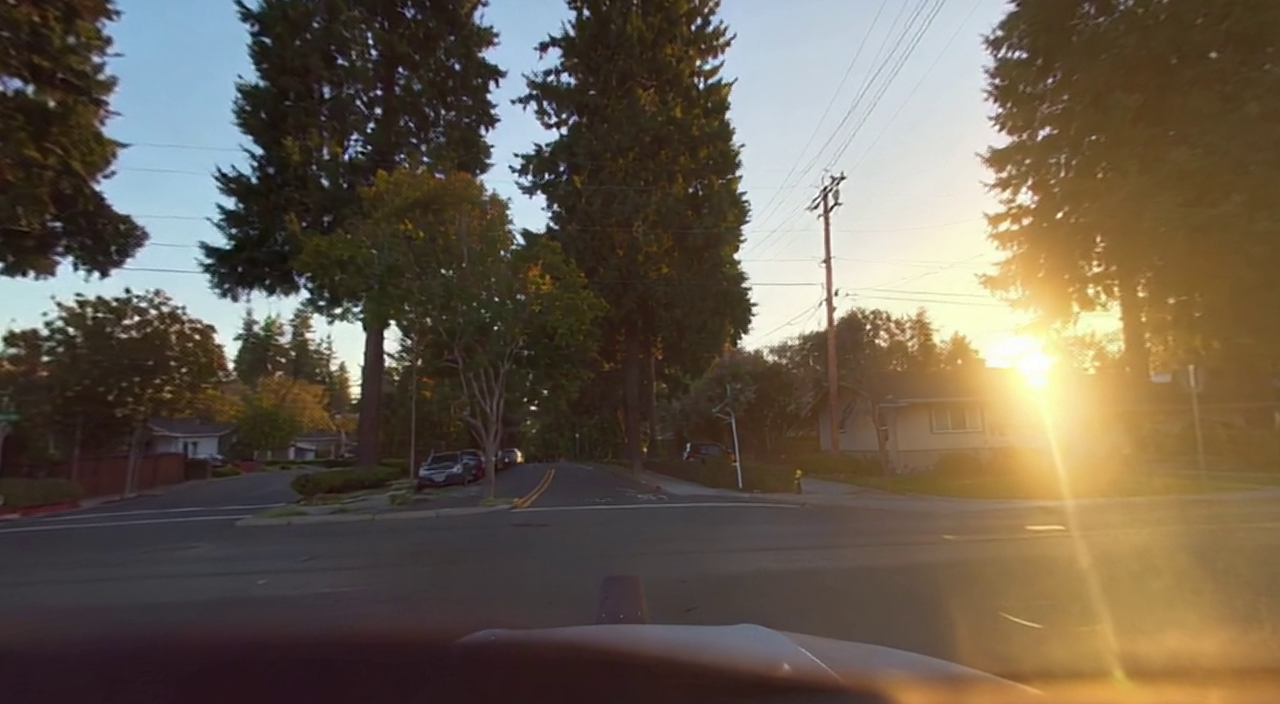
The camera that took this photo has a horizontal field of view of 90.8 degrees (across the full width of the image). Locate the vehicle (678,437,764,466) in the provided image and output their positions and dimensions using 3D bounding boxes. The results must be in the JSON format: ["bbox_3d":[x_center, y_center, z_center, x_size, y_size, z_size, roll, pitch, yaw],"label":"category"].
[{"bbox_3d":[4.832,6.004,38.100,4.784,1.647,1.947,1,-8,-9],"label":"vehicle"}]
